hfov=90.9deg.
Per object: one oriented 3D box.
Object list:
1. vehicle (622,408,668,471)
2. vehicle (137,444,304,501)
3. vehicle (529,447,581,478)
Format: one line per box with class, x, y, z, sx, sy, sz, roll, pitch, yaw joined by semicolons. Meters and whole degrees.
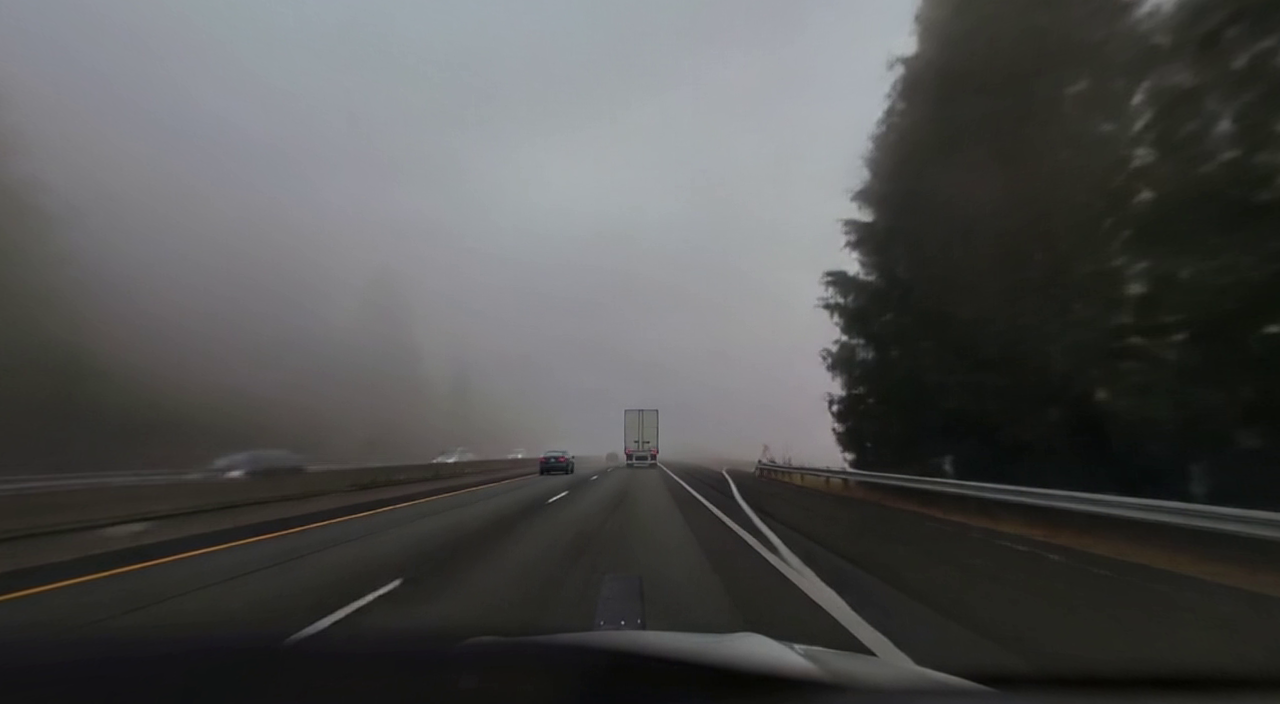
vehicle;0.311;6.243;44.636;2.899;3.966;10.053;0;-9;0
vehicle;-13.281;3.808;20.443;1.985;1.594;4.906;0;-9;0
vehicle;-4.428;5.807;33.474;2.051;1.538;4.569;0;-9;1
